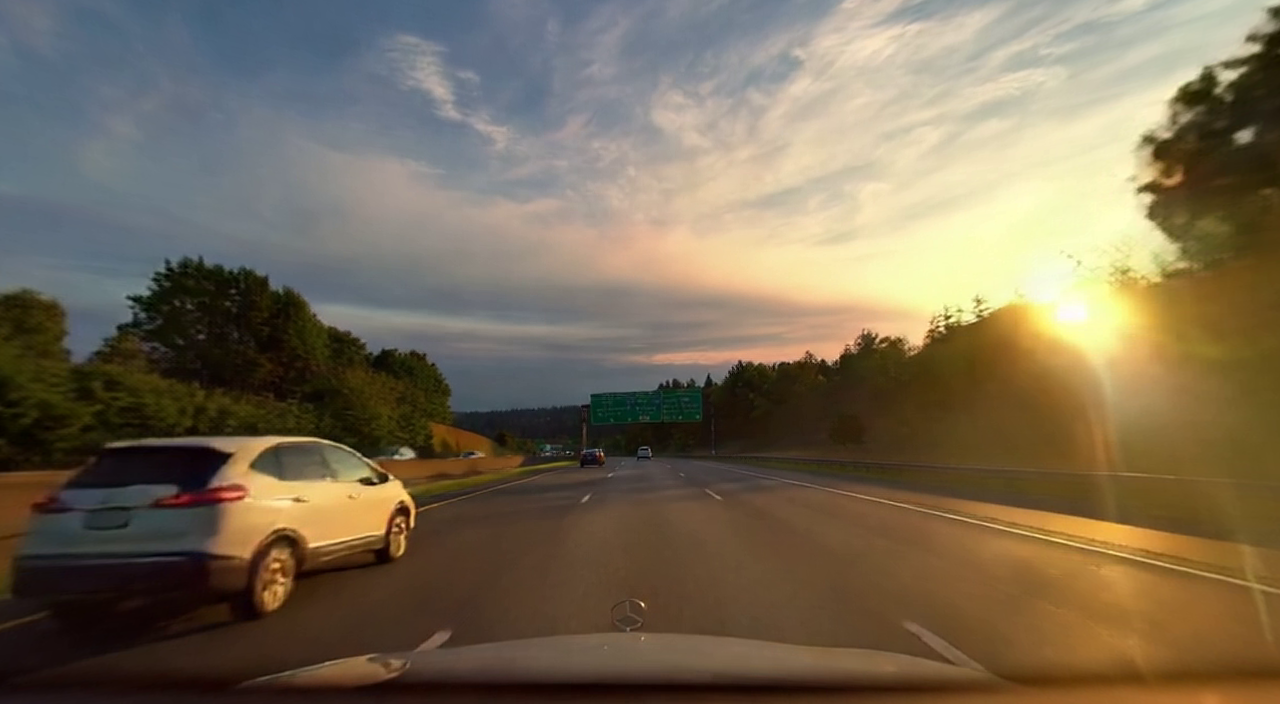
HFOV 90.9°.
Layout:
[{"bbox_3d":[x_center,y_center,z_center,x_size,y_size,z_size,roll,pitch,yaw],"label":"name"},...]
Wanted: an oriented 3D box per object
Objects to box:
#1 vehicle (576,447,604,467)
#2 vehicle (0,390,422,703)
[{"bbox_3d":[-3.802,8.053,48.467,1.918,1.510,4.006,0,-9,-1],"label":"vehicle"},{"bbox_3d":[-3.608,1.312,5.142,2.028,1.584,4.481,0,-9,0],"label":"vehicle"}]
